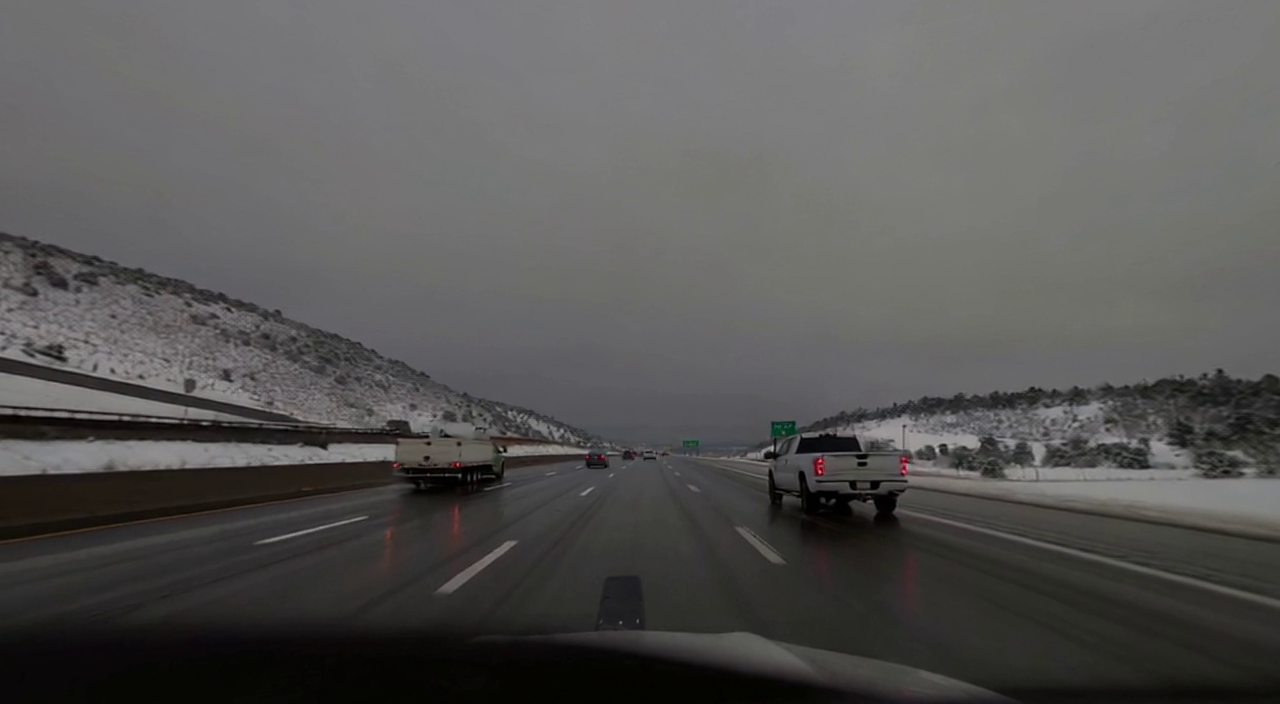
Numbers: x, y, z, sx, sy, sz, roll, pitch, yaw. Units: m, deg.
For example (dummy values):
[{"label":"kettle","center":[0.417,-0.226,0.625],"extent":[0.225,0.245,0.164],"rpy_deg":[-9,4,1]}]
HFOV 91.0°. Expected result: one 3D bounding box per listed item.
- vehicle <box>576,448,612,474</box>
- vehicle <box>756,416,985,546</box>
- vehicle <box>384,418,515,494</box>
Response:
[{"label":"vehicle","center":[-2.928,7.067,41.147],"extent":[2.009,1.593,4.378],"rpy_deg":[0,-9,0]},{"label":"vehicle","center":[3.638,2.157,11.154],"extent":[2.231,1.789,4.700],"rpy_deg":[0,-9,0]},{"label":"vehicle","center":[-7.050,4.018,24.591],"extent":[2.937,2.509,7.090],"rpy_deg":[0,-9,0]}]
